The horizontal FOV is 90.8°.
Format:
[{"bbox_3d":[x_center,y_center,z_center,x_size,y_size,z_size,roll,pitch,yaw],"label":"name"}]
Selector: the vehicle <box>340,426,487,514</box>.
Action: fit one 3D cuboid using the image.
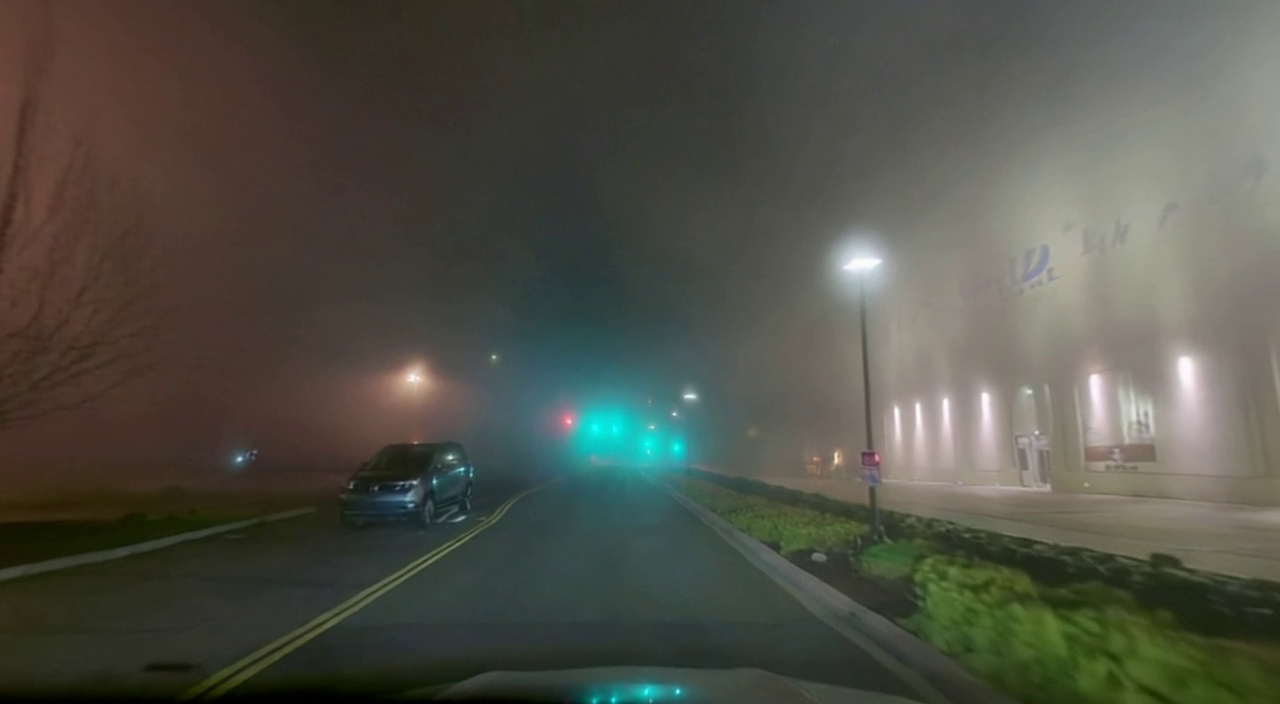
[{"bbox_3d":[-5.251,2.819,15.440,2.180,1.806,4.541,1,-9,-4],"label":"vehicle"}]
